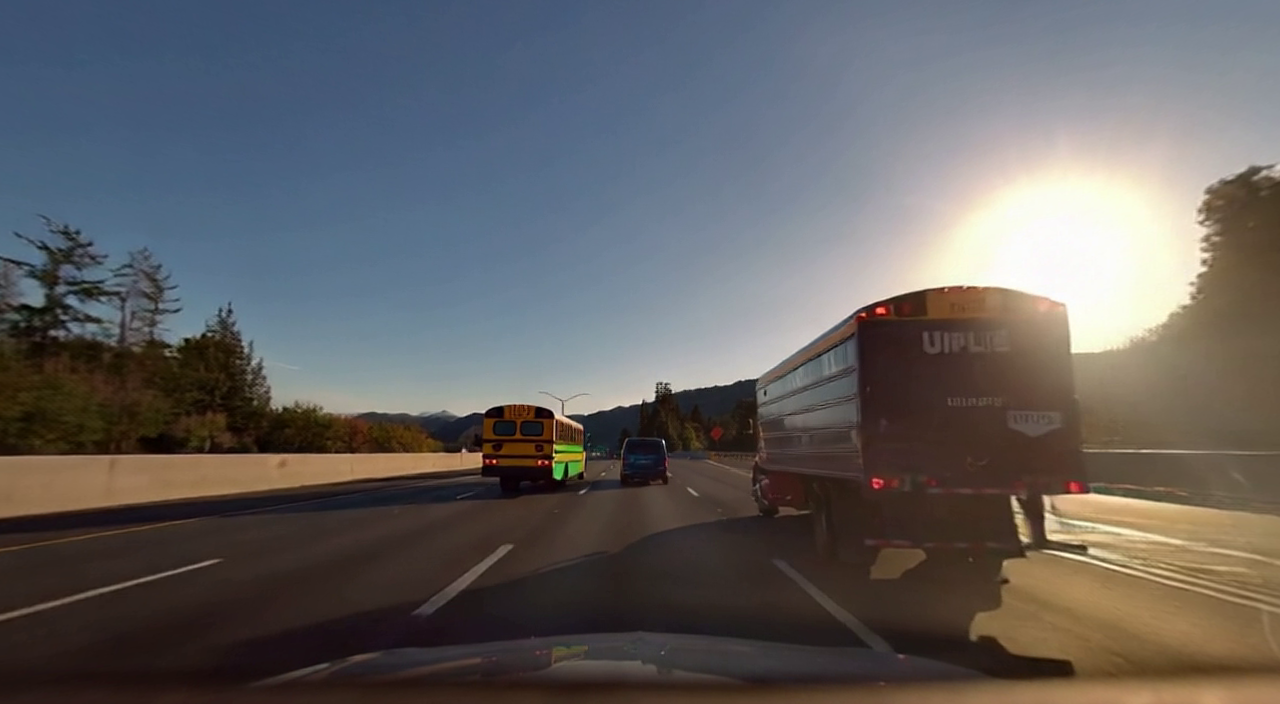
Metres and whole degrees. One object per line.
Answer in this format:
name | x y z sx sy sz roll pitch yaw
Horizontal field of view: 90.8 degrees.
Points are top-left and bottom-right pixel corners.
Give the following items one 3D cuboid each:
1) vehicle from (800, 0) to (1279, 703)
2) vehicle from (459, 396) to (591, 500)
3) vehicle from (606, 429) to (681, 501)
vehicle | 4.164 -0.024 3.524 3.006 4.101 13.245 0 -9 0
vehicle | -3.657 3.428 22.389 2.947 3.009 7.991 0 -9 1
vehicle | 0.073 3.443 19.460 2.037 1.929 4.343 0 -9 -1
